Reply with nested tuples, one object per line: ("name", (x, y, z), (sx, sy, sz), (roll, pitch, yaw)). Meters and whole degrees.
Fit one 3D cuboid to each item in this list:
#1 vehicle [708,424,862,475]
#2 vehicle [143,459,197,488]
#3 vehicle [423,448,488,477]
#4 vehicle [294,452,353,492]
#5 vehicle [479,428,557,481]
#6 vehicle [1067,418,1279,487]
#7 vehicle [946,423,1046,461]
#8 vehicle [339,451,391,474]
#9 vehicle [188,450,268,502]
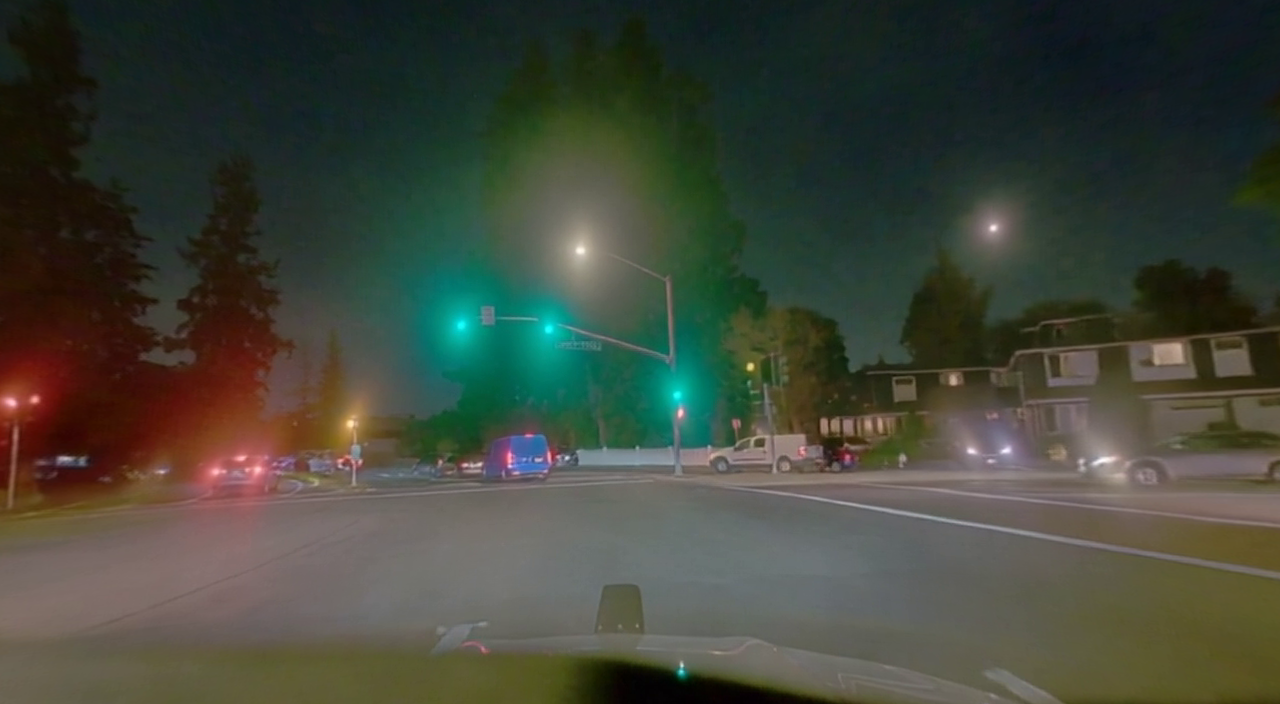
("vehicle", (6.294, 4.300, 27.972), (6.104, 2.026, 2.514), (-7, -11, 39))
("vehicle", (-30.980, 8.002, 41.575), (4.290, 1.497, 2.093), (-12, -10, 42))
("vehicle", (-10.331, 6.105, 35.170), (2.008, 1.445, 4.386), (6, -10, -36))
("vehicle", (-13.104, 4.896, 26.183), (1.952, 1.461, 4.377), (4, -9, -26))
("vehicle", (-5.501, 4.494, 27.990), (2.213, 2.124, 4.809), (4, -9, -25))
("vehicle", (13.108, 2.351, 14.922), (4.509, 1.481, 2.027), (-3, -9, 16))
("vehicle", (18.731, 4.704, 33.274), (4.268, 1.765, 1.989), (-6, -6, 37))
("vehicle", (-20.116, 8.025, 46.071), (4.291, 1.493, 1.911), (-8, -11, 44))
("vehicle", (-16.321, 4.860, 25.283), (2.078, 1.783, 4.670), (4, -9, -27))
